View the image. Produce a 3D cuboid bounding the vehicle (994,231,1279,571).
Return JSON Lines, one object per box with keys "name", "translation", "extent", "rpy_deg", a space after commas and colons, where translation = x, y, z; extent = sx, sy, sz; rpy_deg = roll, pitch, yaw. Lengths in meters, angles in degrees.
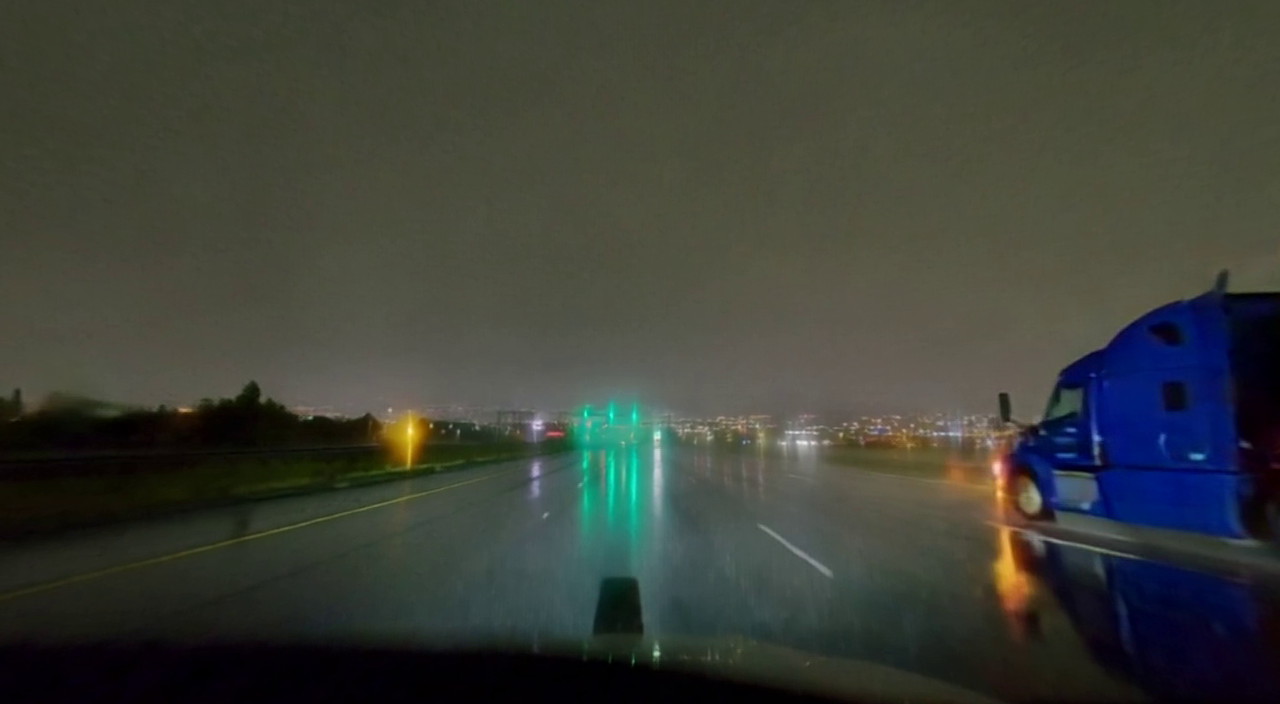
{"name": "vehicle", "translation": [7.089, 0.721, 7.659], "extent": [2.593, 3.050, 4.899], "rpy_deg": [0, -8, -1]}
